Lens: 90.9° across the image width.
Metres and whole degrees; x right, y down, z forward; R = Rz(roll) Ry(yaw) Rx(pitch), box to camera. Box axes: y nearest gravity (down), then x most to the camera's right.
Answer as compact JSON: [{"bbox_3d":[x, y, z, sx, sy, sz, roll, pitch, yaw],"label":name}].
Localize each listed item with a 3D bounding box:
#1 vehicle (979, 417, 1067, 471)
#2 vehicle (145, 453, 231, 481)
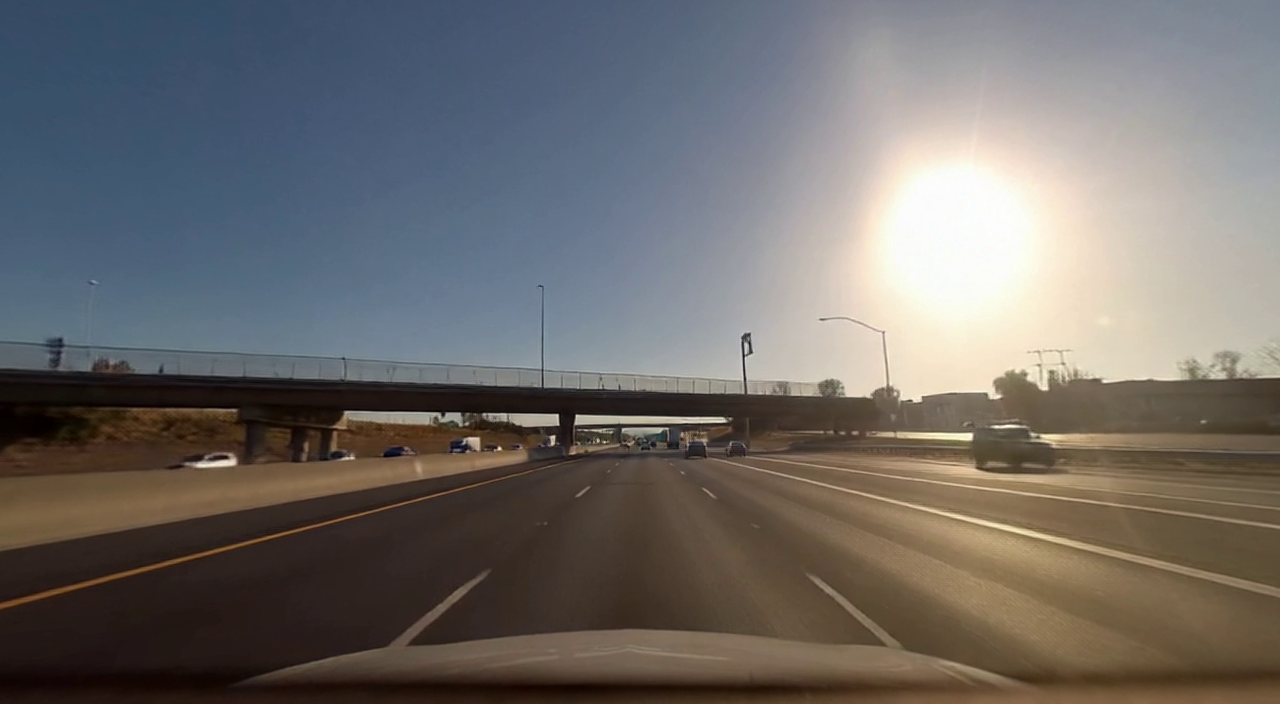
[{"bbox_3d":[20.262,4.905,33.611,2.233,2.695,3.871,-1,-8,2],"label":"vehicle"},{"bbox_3d":[-27.991,7.117,39.271,2.077,1.564,4.392,0,-8,0],"label":"vehicle"}]
